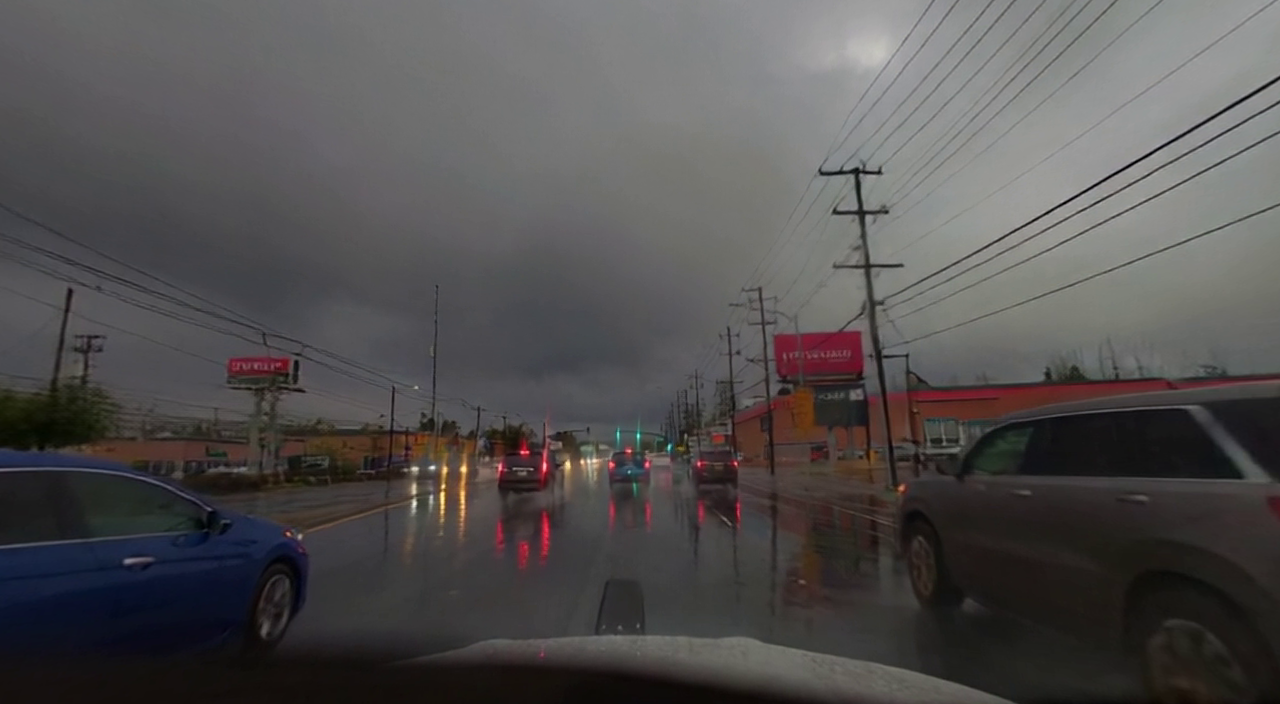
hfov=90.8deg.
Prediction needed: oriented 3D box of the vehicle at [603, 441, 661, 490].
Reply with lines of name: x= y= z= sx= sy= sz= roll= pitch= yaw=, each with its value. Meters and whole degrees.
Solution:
vehicle: x=-0.387 y=4.855 z=27.495 sx=2.326 sy=1.925 sz=4.253 roll=0 pitch=-8 yaw=-1

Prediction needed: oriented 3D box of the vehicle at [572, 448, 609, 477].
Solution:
vehicle: x=-3.631 y=8.224 z=47.401 sx=2.405 sy=2.009 sz=5.909 roll=0 pitch=-8 yaw=-1

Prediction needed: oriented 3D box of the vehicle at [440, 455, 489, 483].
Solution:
vehicle: x=-11.436 y=7.627 z=41.438 sx=2.020 sy=1.633 sz=4.462 roll=0 pitch=-8 yaw=-2

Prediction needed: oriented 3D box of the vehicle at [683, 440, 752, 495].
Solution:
vehicle: x=2.865 y=4.340 z=24.194 sx=2.026 sy=1.904 sz=4.102 roll=0 pitch=-8 yaw=-1

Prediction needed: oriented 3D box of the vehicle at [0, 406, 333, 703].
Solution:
vehicle: x=-3.255 y=0.970 z=2.342 sx=2.022 sy=1.498 sz=4.471 roll=0 pitch=-8 yaw=-1

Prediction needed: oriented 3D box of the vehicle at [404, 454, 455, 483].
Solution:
vehicle: x=-15.188 y=8.400 z=45.912 sx=2.086 sy=1.870 sz=4.979 roll=0 pitch=-8 yaw=-2

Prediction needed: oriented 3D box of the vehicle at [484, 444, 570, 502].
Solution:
vehicle: x=-3.514 y=3.822 z=20.423 sx=2.051 sy=1.671 sz=3.861 roll=0 pitch=-8 yaw=0

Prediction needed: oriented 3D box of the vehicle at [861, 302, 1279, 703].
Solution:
vehicle: x=3.431 y=1.019 z=3.891 sx=2.282 sy=1.897 sz=4.915 roll=0 pitch=-9 yaw=-1
